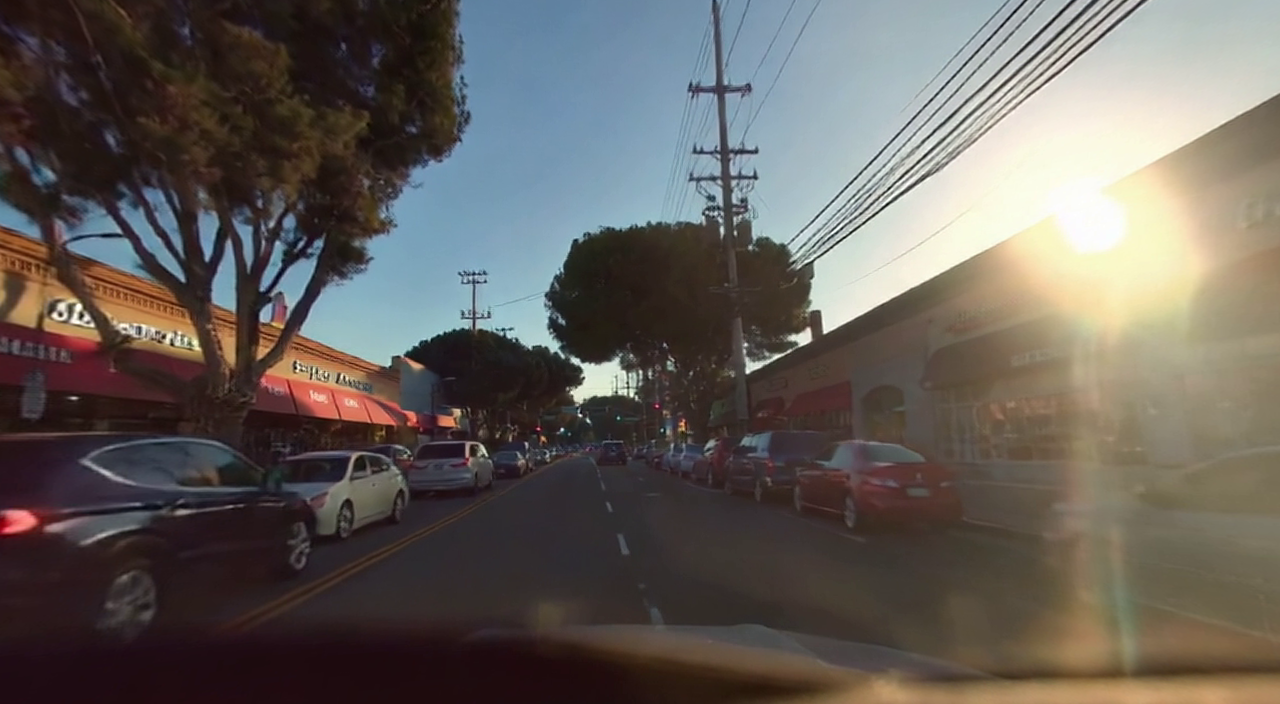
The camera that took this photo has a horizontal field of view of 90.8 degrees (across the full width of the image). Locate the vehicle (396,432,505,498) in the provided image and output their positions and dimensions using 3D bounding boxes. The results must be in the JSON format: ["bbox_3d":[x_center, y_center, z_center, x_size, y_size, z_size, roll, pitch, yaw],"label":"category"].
[{"bbox_3d":[-5.815,3.513,20.140,2.341,1.825,4.924,1,-8,-5],"label":"vehicle"}]

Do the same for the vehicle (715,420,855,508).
[{"bbox_3d":[3.646,2.943,17.134,2.243,1.992,5.087,1,-8,-4],"label":"vehicle"}]

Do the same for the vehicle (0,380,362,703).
[{"bbox_3d":[-4.550,1.374,5.486,2.343,1.788,5.038,1,-8,-5],"label":"vehicle"}]

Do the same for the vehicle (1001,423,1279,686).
[{"bbox_3d":[4.841,1.249,4.059,2.059,1.550,4.703,0,-8,-3],"label":"vehicle"}]

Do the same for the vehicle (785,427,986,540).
[{"bbox_3d":[4.267,2.321,11.836,1.882,1.704,4.055,1,-8,-4],"label":"vehicle"}]

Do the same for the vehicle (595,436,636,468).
[{"bbox_3d":[-1.641,6.401,40.624,2.440,1.882,4.611,1,-8,-5],"label":"vehicle"}]

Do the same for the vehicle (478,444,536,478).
[{"bbox_3d":[-6.297,5.169,30.409,2.053,1.485,4.540,0,-8,-4],"label":"vehicle"}]
